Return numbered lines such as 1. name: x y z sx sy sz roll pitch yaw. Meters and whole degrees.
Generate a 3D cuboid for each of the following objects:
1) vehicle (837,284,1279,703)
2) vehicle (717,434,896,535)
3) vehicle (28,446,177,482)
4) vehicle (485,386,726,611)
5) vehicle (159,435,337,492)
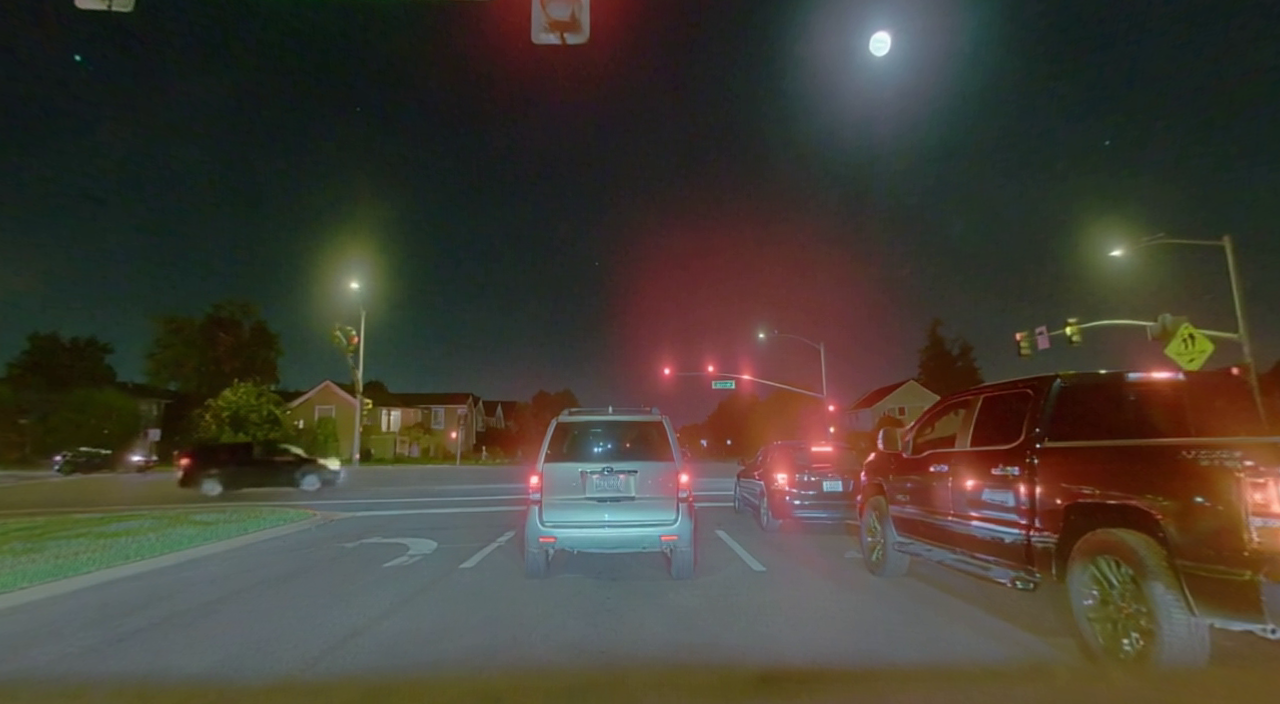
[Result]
1. vehicle: 2.982 0.972 3.795 1.886 1.849 5.070 0 -8 -1
2. vehicle: 2.719 2.268 11.537 1.952 1.465 4.421 0 -8 -1
3. vehicle: -22.899 4.782 27.079 4.533 1.350 1.714 0 -8 -9
4. vehicle: -0.229 1.411 6.808 1.915 1.780 3.379 0 -8 2
5. vehicle: -13.031 3.714 21.310 4.635 1.755 1.882 1 -8 -8
